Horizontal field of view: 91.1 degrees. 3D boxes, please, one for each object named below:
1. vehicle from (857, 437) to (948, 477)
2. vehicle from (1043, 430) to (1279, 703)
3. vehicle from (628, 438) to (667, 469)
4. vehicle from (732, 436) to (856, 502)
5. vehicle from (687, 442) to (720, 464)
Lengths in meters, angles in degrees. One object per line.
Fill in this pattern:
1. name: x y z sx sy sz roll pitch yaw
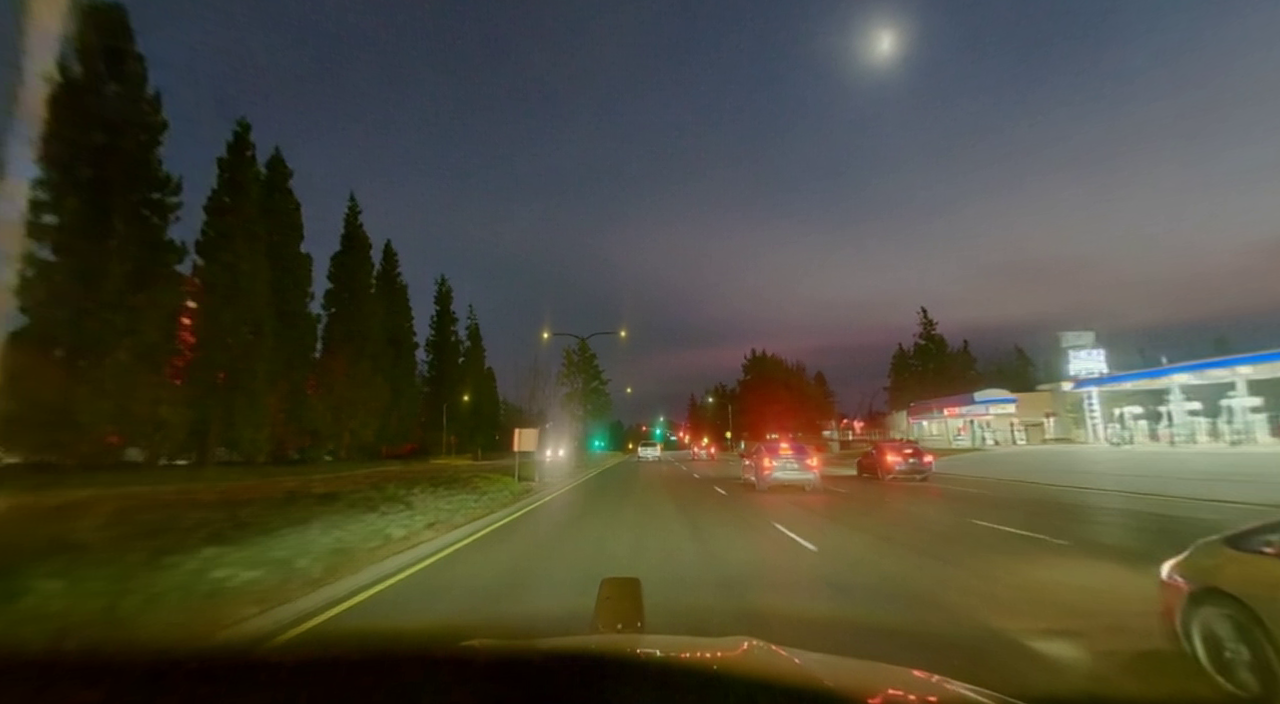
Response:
1. vehicle: 10.715 4.302 25.986 1.906 1.488 4.251 0 -9 0
2. vehicle: 3.775 0.940 2.019 1.944 1.404 4.597 0 -9 1
3. vehicle: 0.454 6.043 37.513 2.172 1.694 4.055 0 -9 1
4. vehicle: 3.896 3.057 16.886 2.119 1.509 4.756 0 -9 0
5. vehicle: 4.565 7.353 45.932 1.980 1.515 4.362 0 -9 0
